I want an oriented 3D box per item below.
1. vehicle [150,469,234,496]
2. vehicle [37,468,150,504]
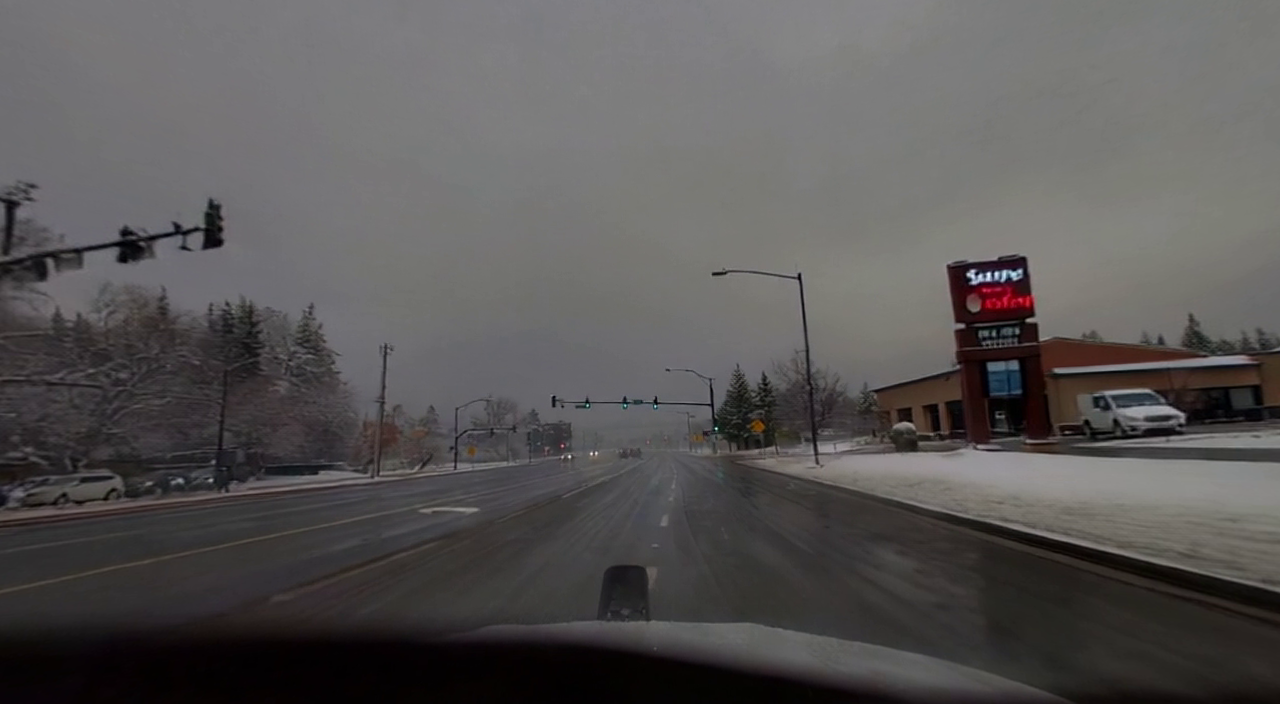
[{"bbox_3d":[-29.588,8.618,41.796,1.906,1.486,4.617,-1,-9,5],"label":"vehicle"},{"bbox_3d":[-30.245,7.416,35.096,1.851,1.682,4.631,-1,-9,4],"label":"vehicle"}]
